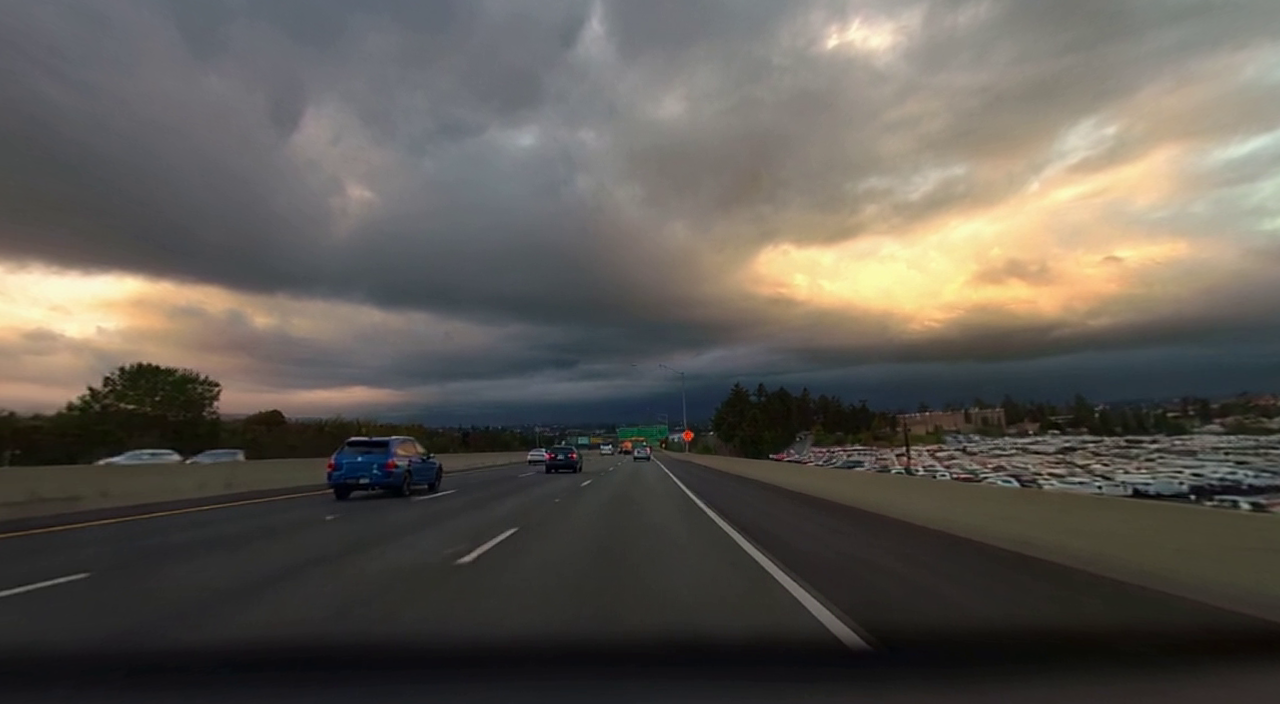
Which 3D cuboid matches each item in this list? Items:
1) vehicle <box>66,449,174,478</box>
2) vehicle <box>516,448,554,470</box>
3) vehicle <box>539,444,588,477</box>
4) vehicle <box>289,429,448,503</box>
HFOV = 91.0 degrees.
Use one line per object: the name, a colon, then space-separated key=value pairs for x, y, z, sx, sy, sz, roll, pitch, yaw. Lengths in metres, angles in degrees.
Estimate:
vehicle: x=-36.690 y=7.853 z=44.721 sx=2.283 sy=1.840 sz=6.279 roll=0 pitch=-9 yaw=1
vehicle: x=-7.627 y=7.794 z=46.063 sx=1.991 sy=1.538 sz=4.360 roll=0 pitch=-9 yaw=0
vehicle: x=-4.044 y=5.816 z=33.985 sx=2.070 sy=1.665 sz=4.213 roll=0 pitch=-9 yaw=1
vehicle: x=-7.515 y=3.224 z=18.253 sx=2.159 sy=1.807 sz=5.422 roll=0 pitch=-9 yaw=0
